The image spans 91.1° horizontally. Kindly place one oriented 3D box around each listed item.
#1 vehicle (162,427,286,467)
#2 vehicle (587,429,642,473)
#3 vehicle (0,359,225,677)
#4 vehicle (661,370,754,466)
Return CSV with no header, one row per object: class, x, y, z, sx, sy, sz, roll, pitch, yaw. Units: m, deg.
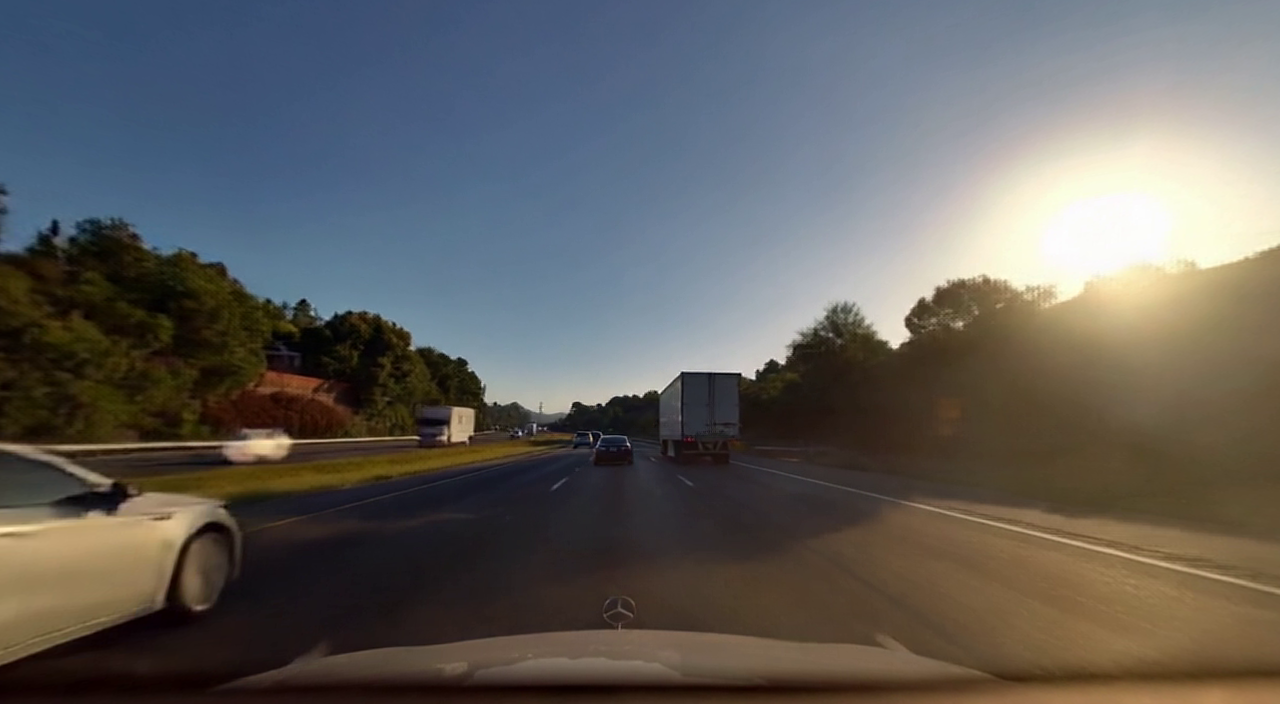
vehicle,-17.588,4.051,26.899,2.131,1.536,4.656,0,-8,0
vehicle,-0.996,3.936,25.194,2.048,1.563,4.087,0,-8,-2
vehicle,-4.581,0.822,2.810,2.264,1.699,4.648,0,-8,0
vehicle,3.114,3.828,34.253,2.946,4.111,14.652,0,-8,-2
